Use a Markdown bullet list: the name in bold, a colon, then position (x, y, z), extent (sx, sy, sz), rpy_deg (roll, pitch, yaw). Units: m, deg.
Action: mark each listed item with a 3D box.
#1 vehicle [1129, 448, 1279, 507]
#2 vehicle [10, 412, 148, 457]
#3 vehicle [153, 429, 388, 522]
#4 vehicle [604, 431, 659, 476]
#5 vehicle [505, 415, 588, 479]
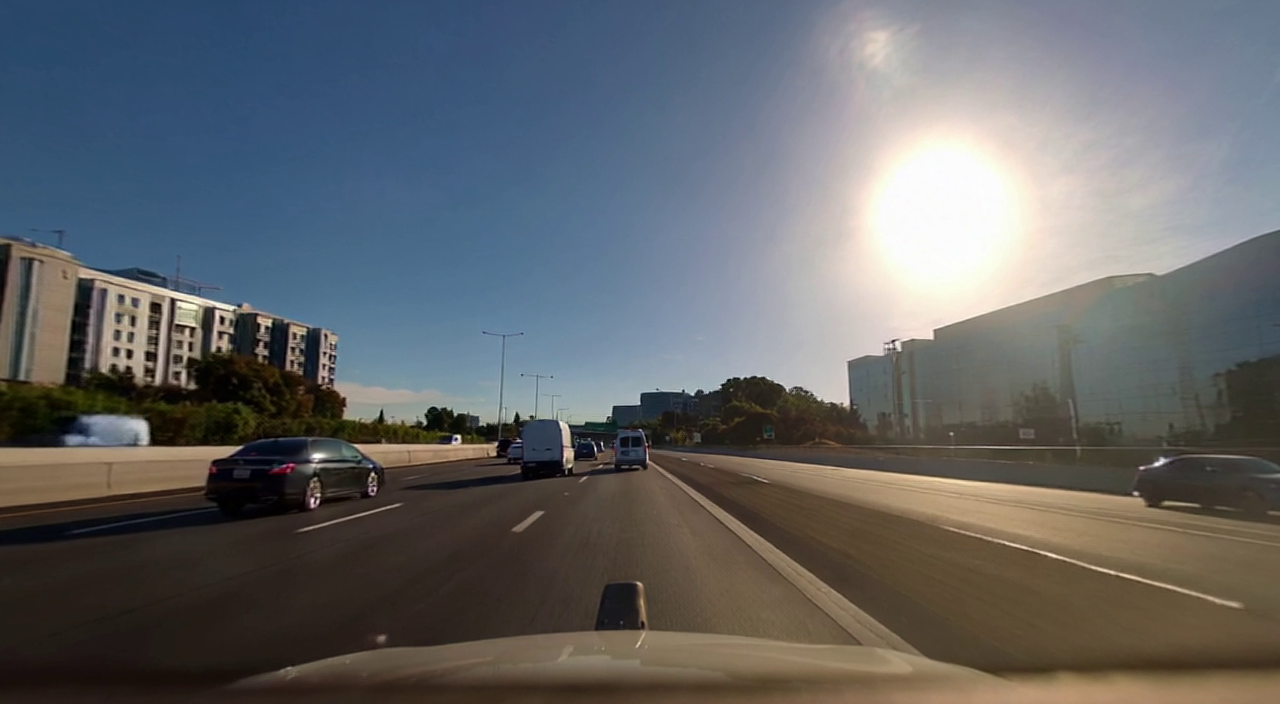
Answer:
- **vehicle**: position (21.233, 4.507, 23.238), extent (2.083, 1.873, 5.209), rpy_deg (0, -9, -1)
- **vehicle**: position (-22.903, 3.445, 25.977), extent (1.887, 1.675, 4.333), rpy_deg (1, -9, -4)
- **vehicle**: position (-6.972, 2.375, 12.643), extent (1.959, 1.493, 4.575), rpy_deg (0, -9, 0)
- **vehicle**: position (-0.338, 4.388, 27.365), extent (2.207, 1.807, 4.199), rpy_deg (0, -9, 0)
- **vehicle**: position (-3.654, 3.908, 25.925), extent (2.504, 2.276, 5.933), rpy_deg (0, -9, 0)
